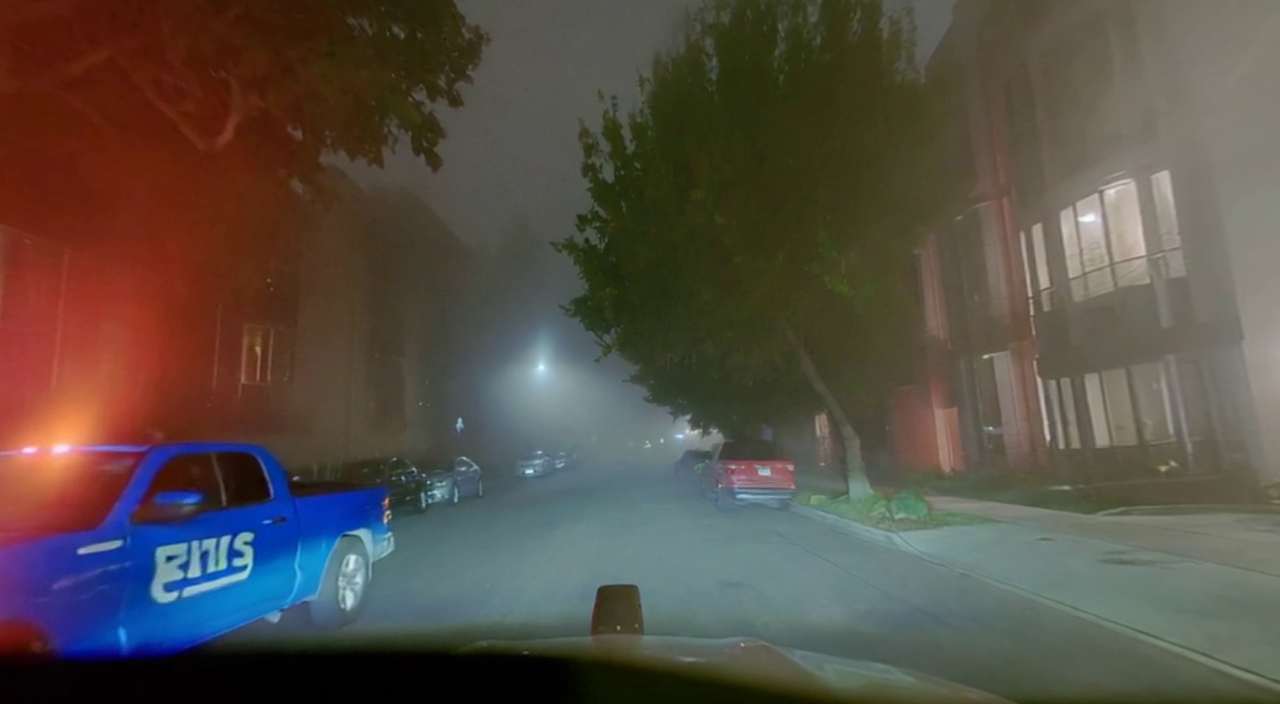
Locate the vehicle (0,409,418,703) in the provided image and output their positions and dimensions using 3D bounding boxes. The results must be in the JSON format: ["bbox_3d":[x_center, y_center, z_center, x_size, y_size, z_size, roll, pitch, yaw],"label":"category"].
[{"bbox_3d":[-3.148,1.180,3.657,1.966,1.515,4.394,0,-8,2],"label":"vehicle"}]

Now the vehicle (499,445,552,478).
[{"bbox_3d":[-6.115,5.870,34.138,1.959,1.490,4.361,0,-7,1],"label":"vehicle"}]

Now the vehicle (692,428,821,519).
[{"bbox_3d":[2.324,2.540,13.731,1.878,1.664,4.033,0,-8,-2],"label":"vehicle"}]
